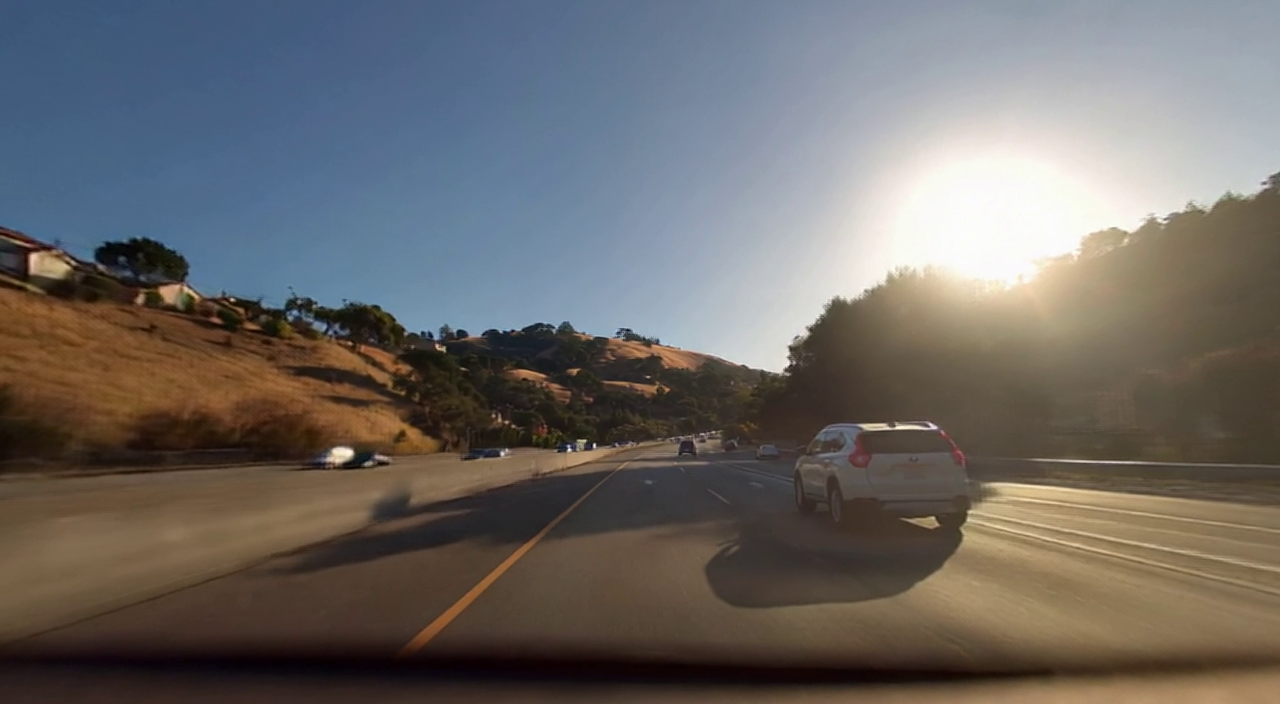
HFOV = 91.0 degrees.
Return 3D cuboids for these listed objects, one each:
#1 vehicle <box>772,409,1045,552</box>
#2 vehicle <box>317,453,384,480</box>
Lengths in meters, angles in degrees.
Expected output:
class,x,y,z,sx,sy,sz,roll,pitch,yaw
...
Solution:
class,x,y,z,sx,sy,sz,roll,pitch,yaw
vehicle,3.857,1.950,10.238,2.318,1.766,4.587,0,-9,-1
vehicle,-17.552,6.934,38.414,1.874,1.479,4.503,-1,-9,1
